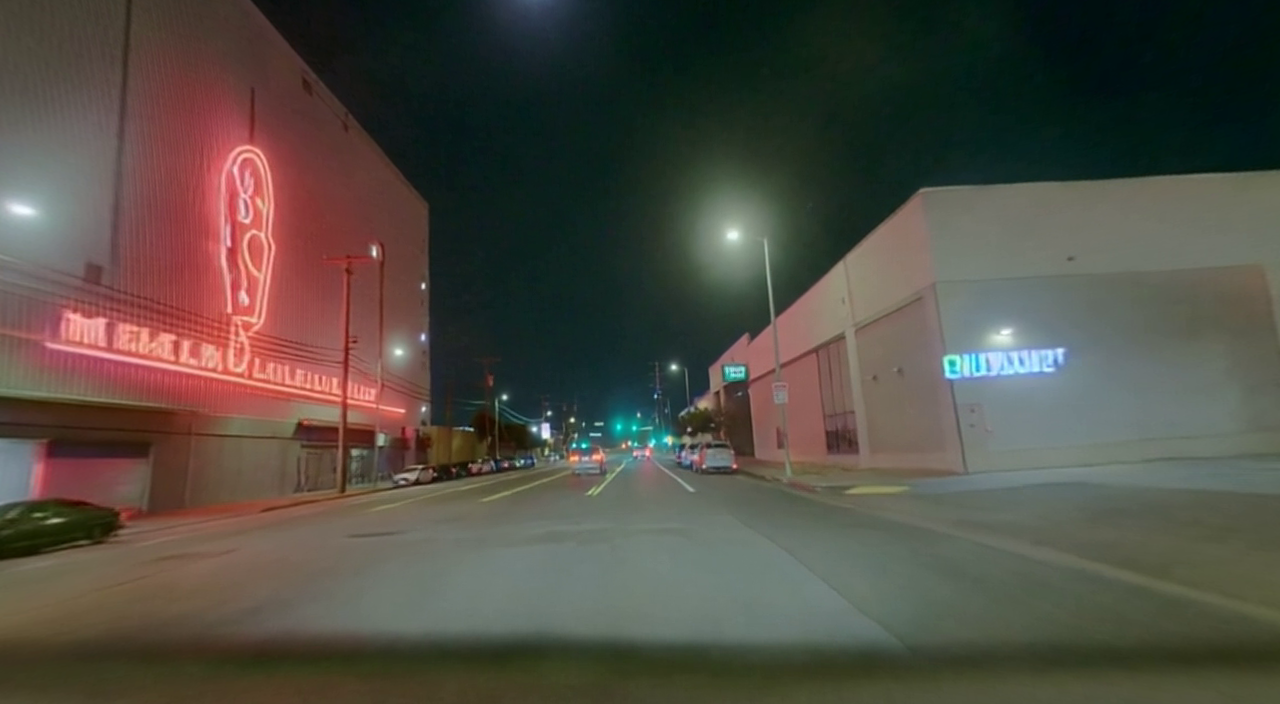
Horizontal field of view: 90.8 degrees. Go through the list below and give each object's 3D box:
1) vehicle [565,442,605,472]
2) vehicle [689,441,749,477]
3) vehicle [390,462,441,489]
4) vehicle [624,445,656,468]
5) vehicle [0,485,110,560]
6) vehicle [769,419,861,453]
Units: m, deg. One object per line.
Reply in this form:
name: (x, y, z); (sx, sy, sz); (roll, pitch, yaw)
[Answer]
vehicle: (-3.658, 7.018, 42.618); (2.348, 1.831, 4.737); (-1, -8, -1)
vehicle: (3.542, 4.895, 29.184); (2.042, 1.487, 5.033); (0, -8, -1)
vehicle: (-15.737, 8.665, 44.586); (1.883, 1.493, 4.880); (-2, -8, -1)
vehicle: (-0.037, 7.341, 44.455); (2.099, 1.470, 4.270); (-1, -8, -1)
vehicle: (-15.672, 4.295, 15.384); (1.793, 1.437, 4.415); (-8, -7, -1)
vehicle: (12.225, 5.894, 44.370); (5.603, 1.659, 2.393); (-6, -8, -4)
